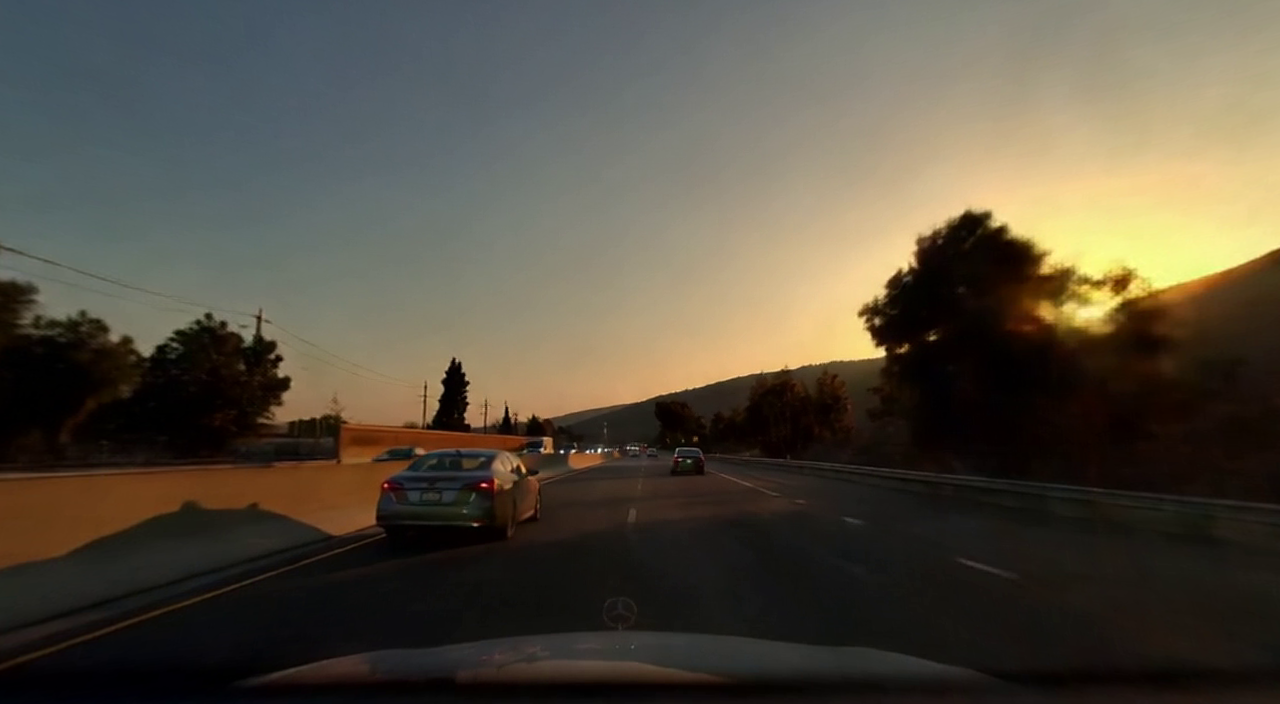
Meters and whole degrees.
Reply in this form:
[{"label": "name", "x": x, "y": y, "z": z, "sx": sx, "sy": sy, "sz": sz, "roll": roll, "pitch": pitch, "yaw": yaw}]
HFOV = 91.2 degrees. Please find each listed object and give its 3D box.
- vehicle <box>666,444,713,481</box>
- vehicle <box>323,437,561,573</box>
[{"label": "vehicle", "x": 2.191, "y": 5.020, "z": 28.705, "sx": 1.910, "sy": 1.554, "sz": 3.718, "roll": 0, "pitch": -9, "yaw": 1}, {"label": "vehicle", "x": -2.473, "y": 2.029, "z": 9.106, "sx": 2.013, "sy": 1.479, "sz": 4.169, "roll": -1, "pitch": -9, "yaw": 1}]
